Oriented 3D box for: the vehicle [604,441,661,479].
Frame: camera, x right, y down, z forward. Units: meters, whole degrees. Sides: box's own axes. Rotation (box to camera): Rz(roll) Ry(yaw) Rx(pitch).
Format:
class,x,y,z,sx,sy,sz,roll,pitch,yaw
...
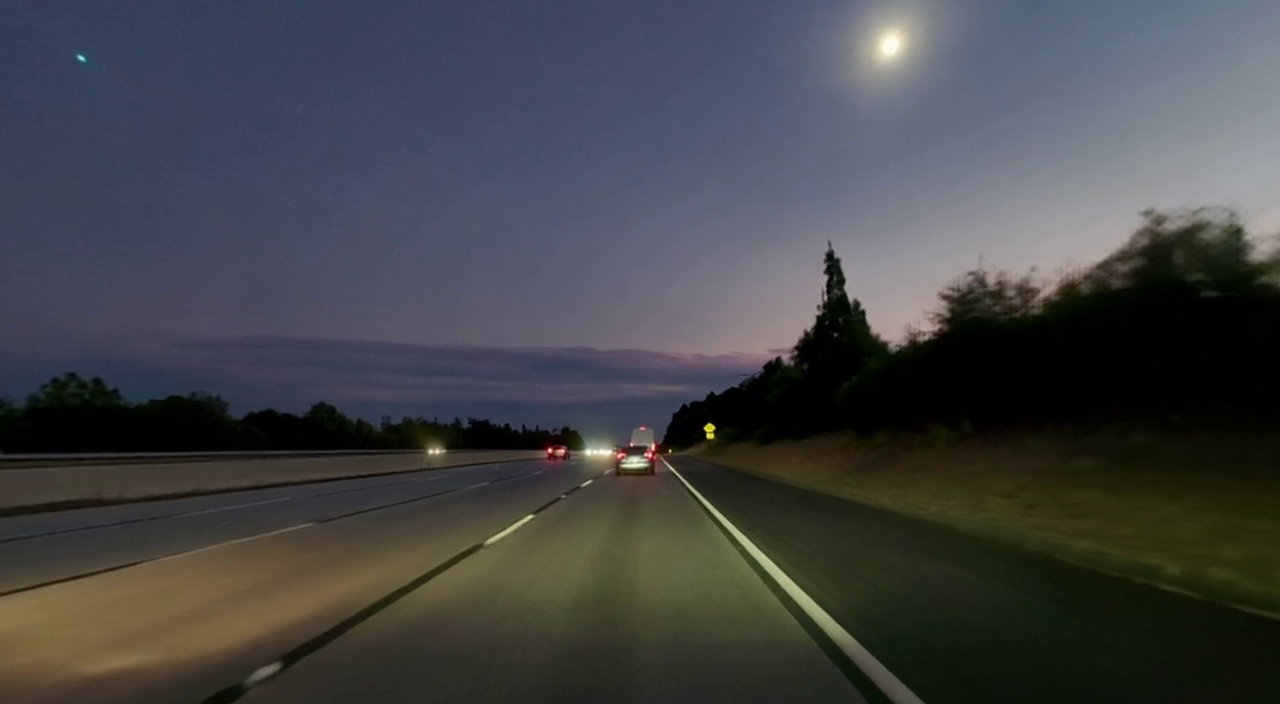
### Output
class,x,y,z,sx,sy,sz,roll,pitch,yaw
vehicle,-0.250,4.544,26.741,2.238,1.479,3.672,0,-9,1
